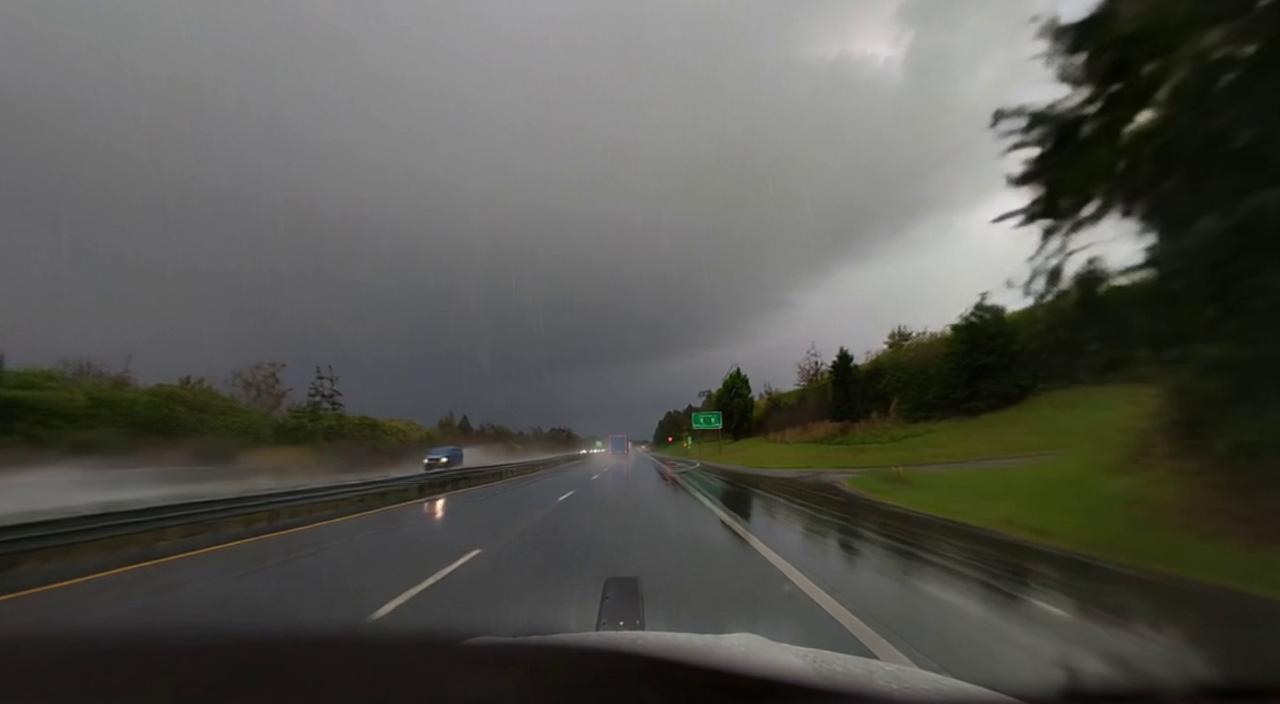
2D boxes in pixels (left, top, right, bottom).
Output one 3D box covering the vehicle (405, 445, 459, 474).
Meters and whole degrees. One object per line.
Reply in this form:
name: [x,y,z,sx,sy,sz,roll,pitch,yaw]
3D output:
vehicle: [-12.121,6.295,37.032,1.975,1.575,3.441,0,-9,0]
